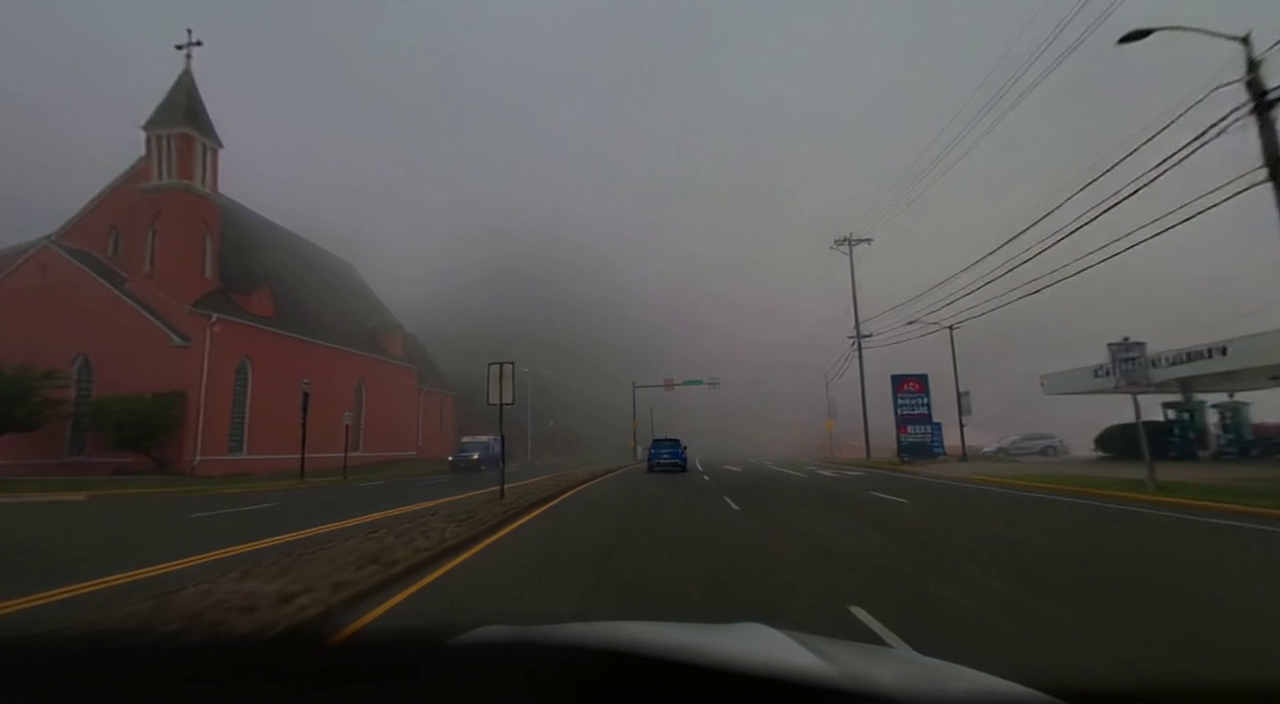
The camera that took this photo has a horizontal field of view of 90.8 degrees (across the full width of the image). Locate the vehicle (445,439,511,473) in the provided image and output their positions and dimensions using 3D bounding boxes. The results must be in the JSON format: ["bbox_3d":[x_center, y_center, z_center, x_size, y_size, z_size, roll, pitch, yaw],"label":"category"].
[{"bbox_3d":[-9.529,6.141,37.610,2.159,1.850,4.944,-2,-8,6],"label":"vehicle"}]

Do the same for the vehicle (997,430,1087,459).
[{"bbox_3d":[25.880,5.968,40.768,4.510,1.733,2.066,0,-8,-9],"label":"vehicle"}]

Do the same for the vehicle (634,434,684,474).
[{"bbox_3d":[0.876,4.498,28.119,2.032,1.621,4.082,-1,-8,3],"label":"vehicle"}]
